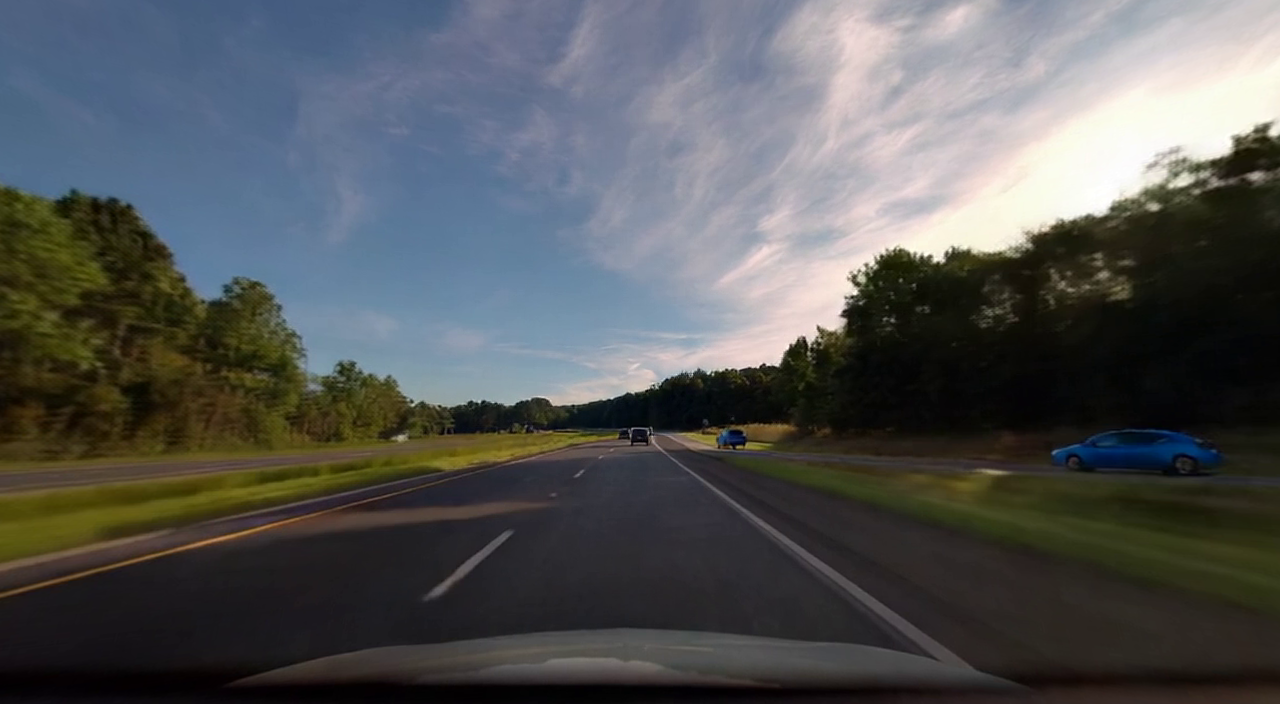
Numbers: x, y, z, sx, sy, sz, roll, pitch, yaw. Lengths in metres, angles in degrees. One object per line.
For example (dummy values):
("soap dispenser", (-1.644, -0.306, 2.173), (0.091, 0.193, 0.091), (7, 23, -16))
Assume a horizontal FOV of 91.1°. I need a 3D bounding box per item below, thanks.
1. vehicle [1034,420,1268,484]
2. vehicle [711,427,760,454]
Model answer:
("vehicle", (13.627, 2.655, 17.120), (1.992, 1.486, 4.406), (4, -9, -26))
("vehicle", (5.809, 5.422, 38.592), (1.765, 1.510, 3.762), (2, -8, -12))
